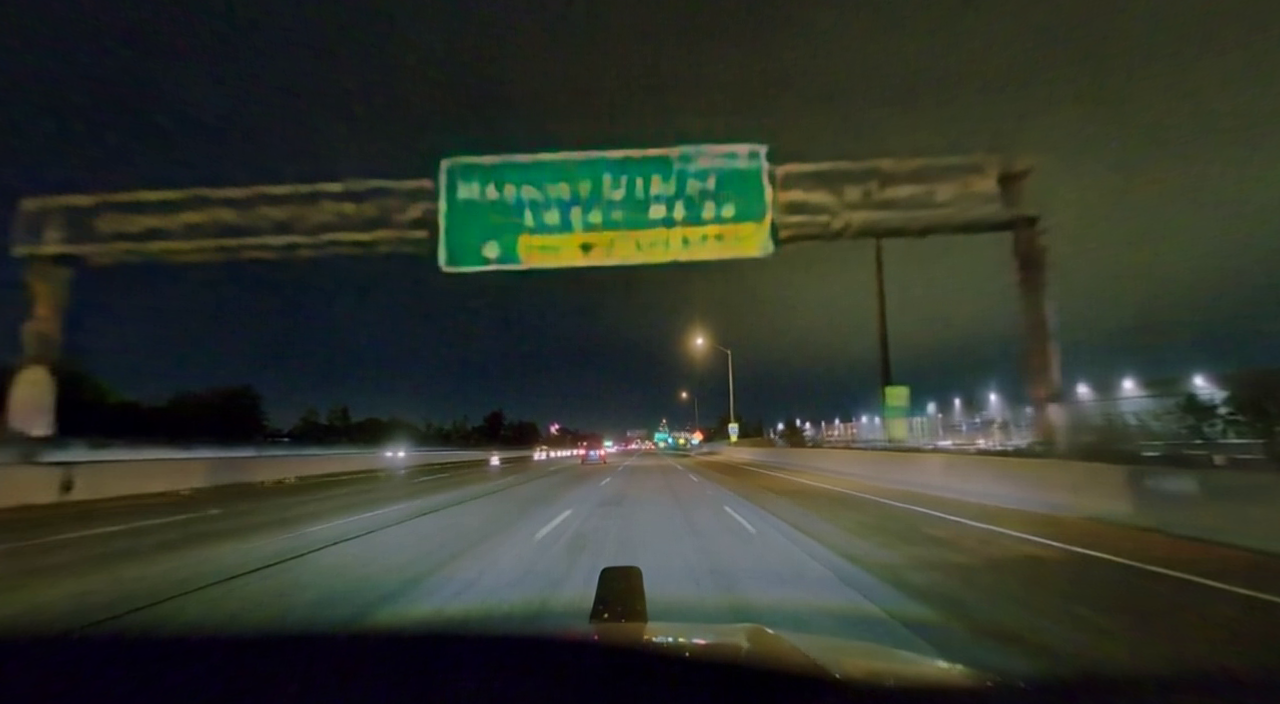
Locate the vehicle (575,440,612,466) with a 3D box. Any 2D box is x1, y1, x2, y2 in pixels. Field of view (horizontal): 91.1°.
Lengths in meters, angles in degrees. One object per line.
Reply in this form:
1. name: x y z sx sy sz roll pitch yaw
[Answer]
1. vehicle: -2.963 6.561 40.957 2.078 1.629 4.059 0 -8 1
